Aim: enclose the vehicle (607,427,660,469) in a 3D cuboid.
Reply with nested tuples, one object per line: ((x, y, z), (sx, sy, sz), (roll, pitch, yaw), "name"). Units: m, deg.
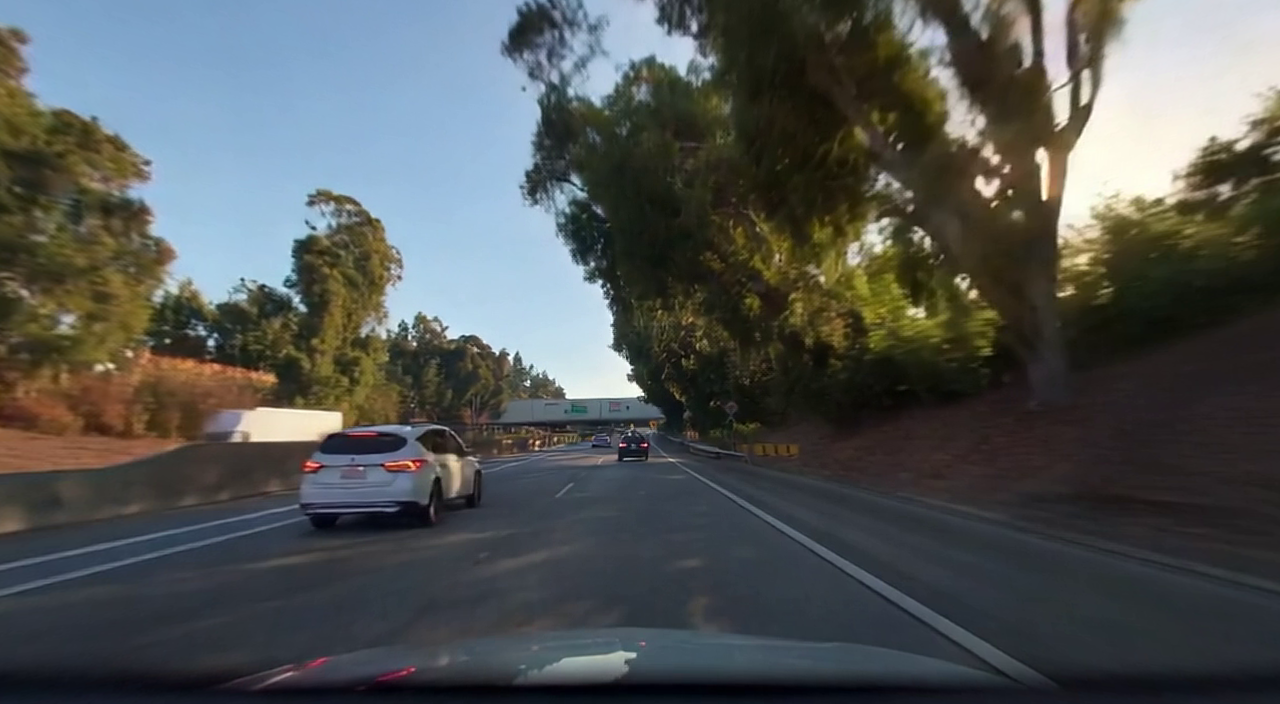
((-0.283, 4.172, 27.646), (2.134, 1.654, 4.174), (0, -8, -1), "vehicle")

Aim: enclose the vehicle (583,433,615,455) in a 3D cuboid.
((-3.001, 6.767, 46.432), (2.030, 1.491, 4.046), (0, -8, 1), "vehicle")

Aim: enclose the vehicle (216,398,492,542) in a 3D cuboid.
((-4.070, 1.779, 10.183), (2.251, 1.749, 4.820), (0, -8, -1), "vehicle")
